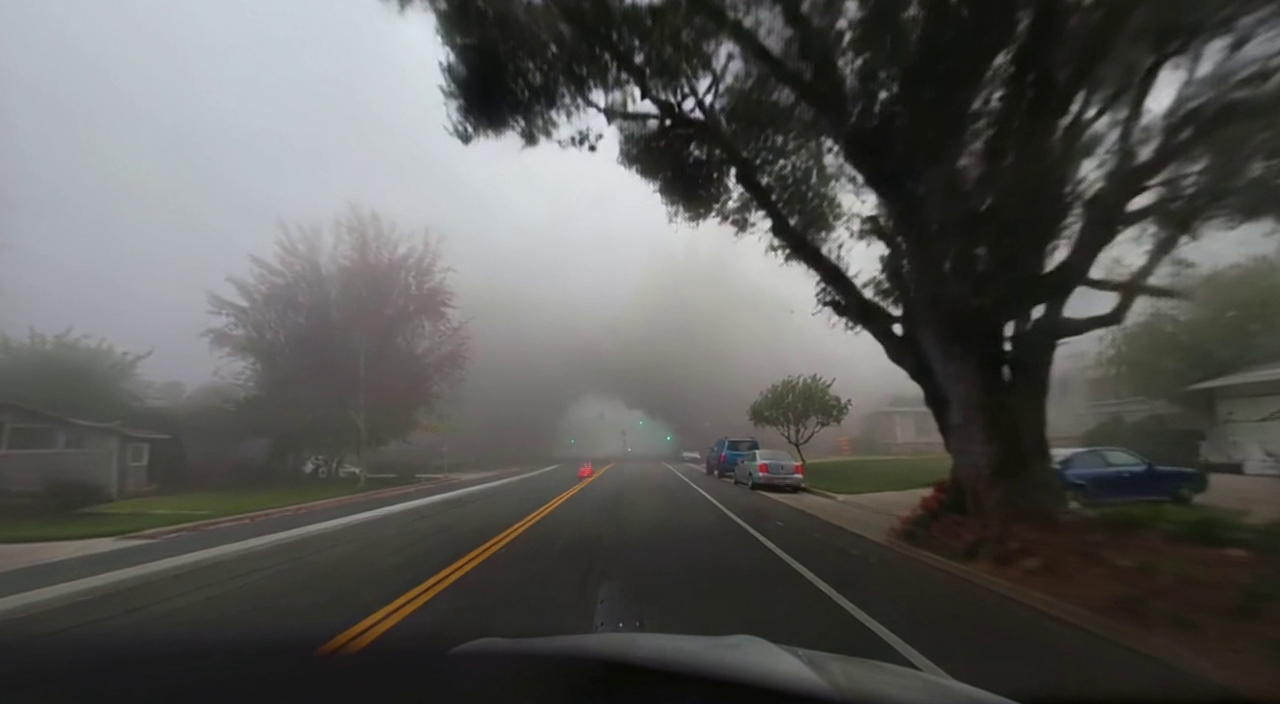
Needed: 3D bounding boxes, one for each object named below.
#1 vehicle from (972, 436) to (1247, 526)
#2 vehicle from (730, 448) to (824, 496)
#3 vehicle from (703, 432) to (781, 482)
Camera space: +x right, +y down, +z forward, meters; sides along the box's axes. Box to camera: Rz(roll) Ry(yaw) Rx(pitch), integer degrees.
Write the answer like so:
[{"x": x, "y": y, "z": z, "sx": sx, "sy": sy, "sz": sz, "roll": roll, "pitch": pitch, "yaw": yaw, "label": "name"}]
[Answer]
[{"x": 8.411, "y": 2.302, "z": 11.591, "sx": 3.561, "sy": 1.465, "sz": 1.870, "roll": 1, "pitch": -8, "yaw": -2, "label": "vehicle"}, {"x": 4.200, "y": 3.739, "z": 20.215, "sx": 1.928, "sy": 1.333, "sz": 4.586, "roll": 0, "pitch": -9, "yaw": -1, "label": "vehicle"}, {"x": 4.194, "y": 4.427, "z": 26.936, "sx": 2.255, "sy": 1.914, "sz": 4.967, "roll": 0, "pitch": -9, "yaw": -3, "label": "vehicle"}]
